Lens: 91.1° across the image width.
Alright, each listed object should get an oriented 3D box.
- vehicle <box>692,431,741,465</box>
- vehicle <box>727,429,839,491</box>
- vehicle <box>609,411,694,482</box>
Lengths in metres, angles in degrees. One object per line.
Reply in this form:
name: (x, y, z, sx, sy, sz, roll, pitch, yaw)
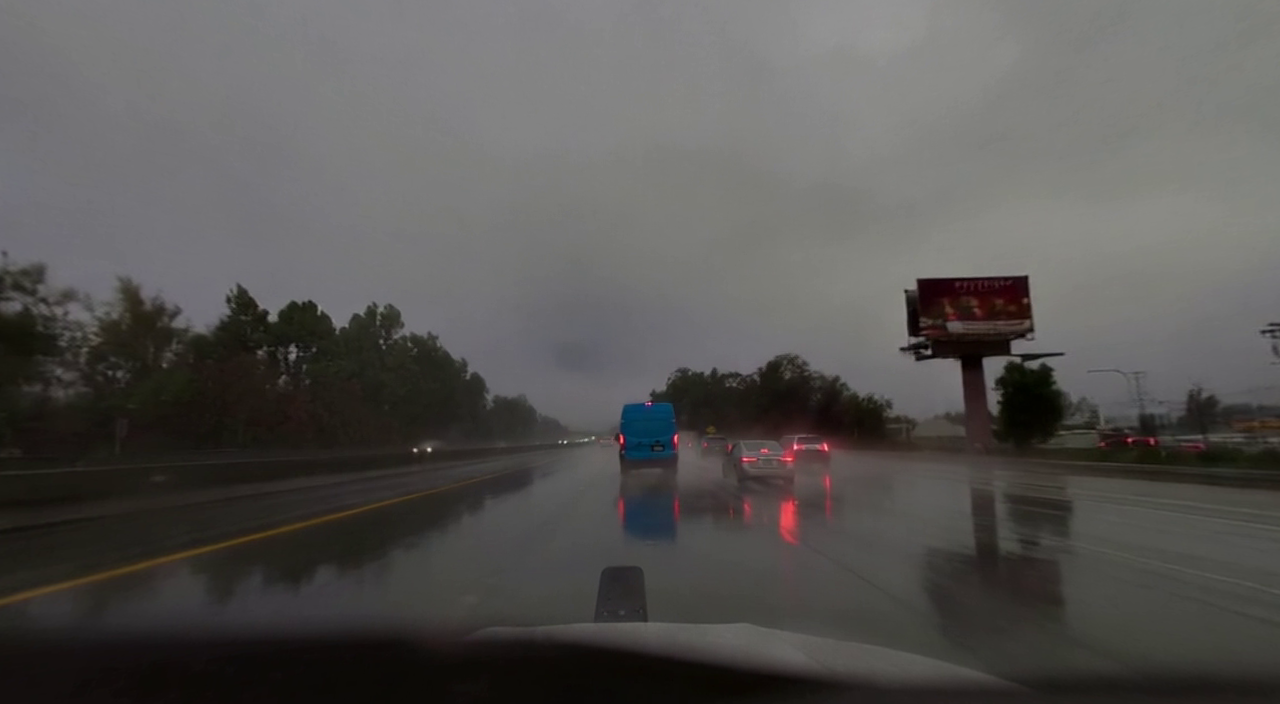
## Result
vehicle: (4.021, 5.132, 33.709, 2.019, 1.662, 3.977, 0, -8, -2)
vehicle: (3.775, 2.929, 17.351, 2.099, 1.510, 3.784, 0, -8, -2)
vehicle: (0.256, 3.212, 21.498, 2.546, 2.087, 5.404, 0, -8, -2)
